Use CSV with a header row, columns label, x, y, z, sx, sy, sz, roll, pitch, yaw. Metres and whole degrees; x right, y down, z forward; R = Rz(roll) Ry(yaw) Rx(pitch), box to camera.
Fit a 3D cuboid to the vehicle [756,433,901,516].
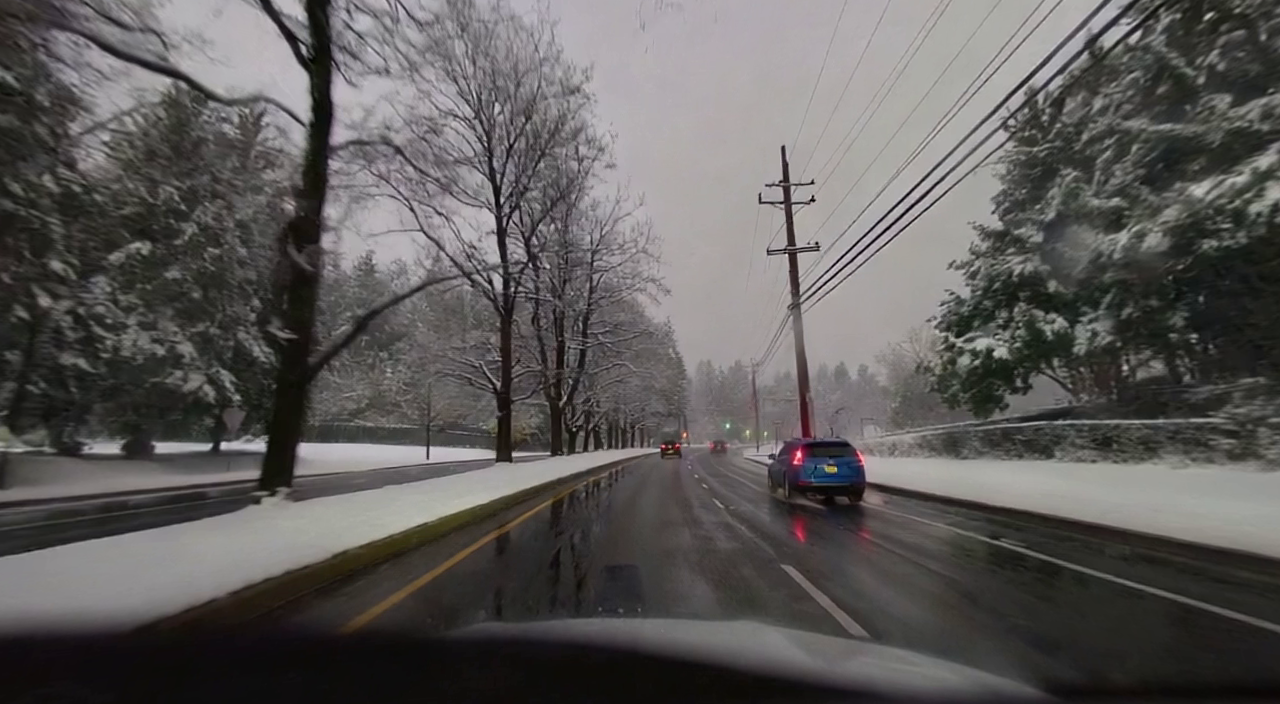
label,x,y,z,sx,sy,sz,roll,pitch,yaw
vehicle,3.897,2.586,13.902,1.881,1.512,4.294,-1,-8,1
